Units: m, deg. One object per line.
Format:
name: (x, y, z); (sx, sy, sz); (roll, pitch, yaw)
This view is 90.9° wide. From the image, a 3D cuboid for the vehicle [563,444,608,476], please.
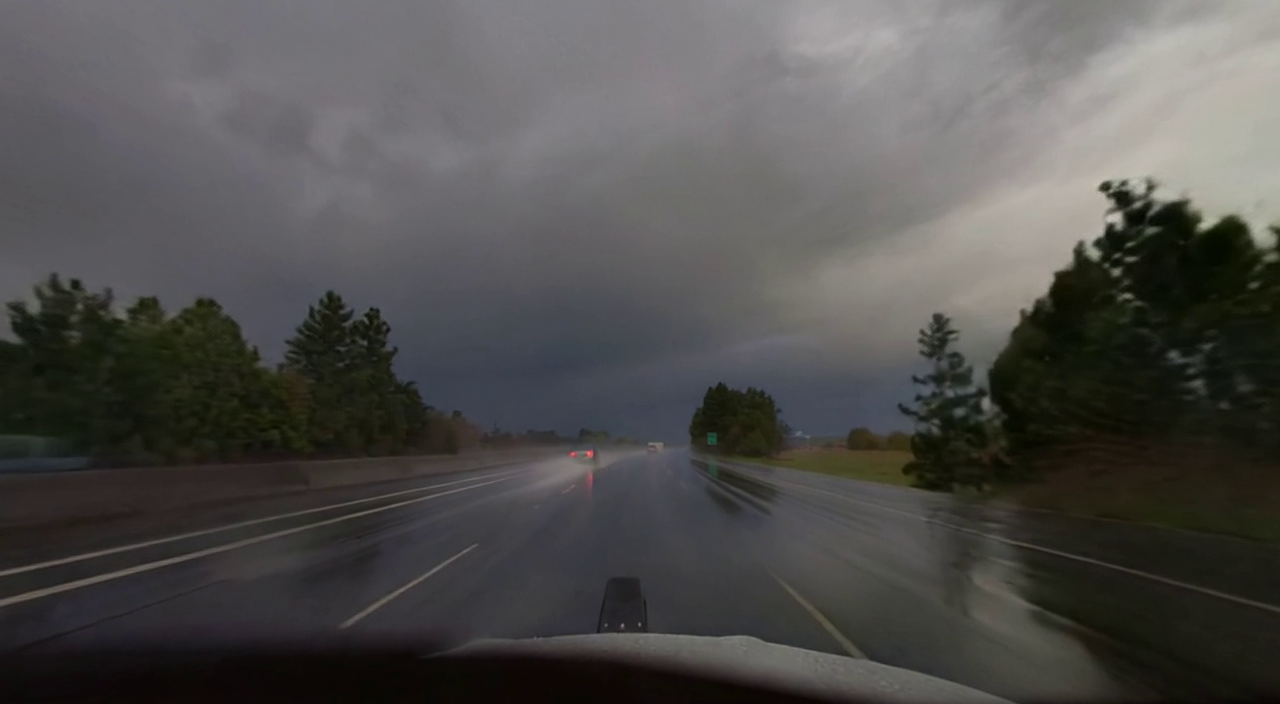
vehicle: (-2.886, 5.819, 34.195); (1.959, 1.571, 4.313); (-1, -9, 1)
